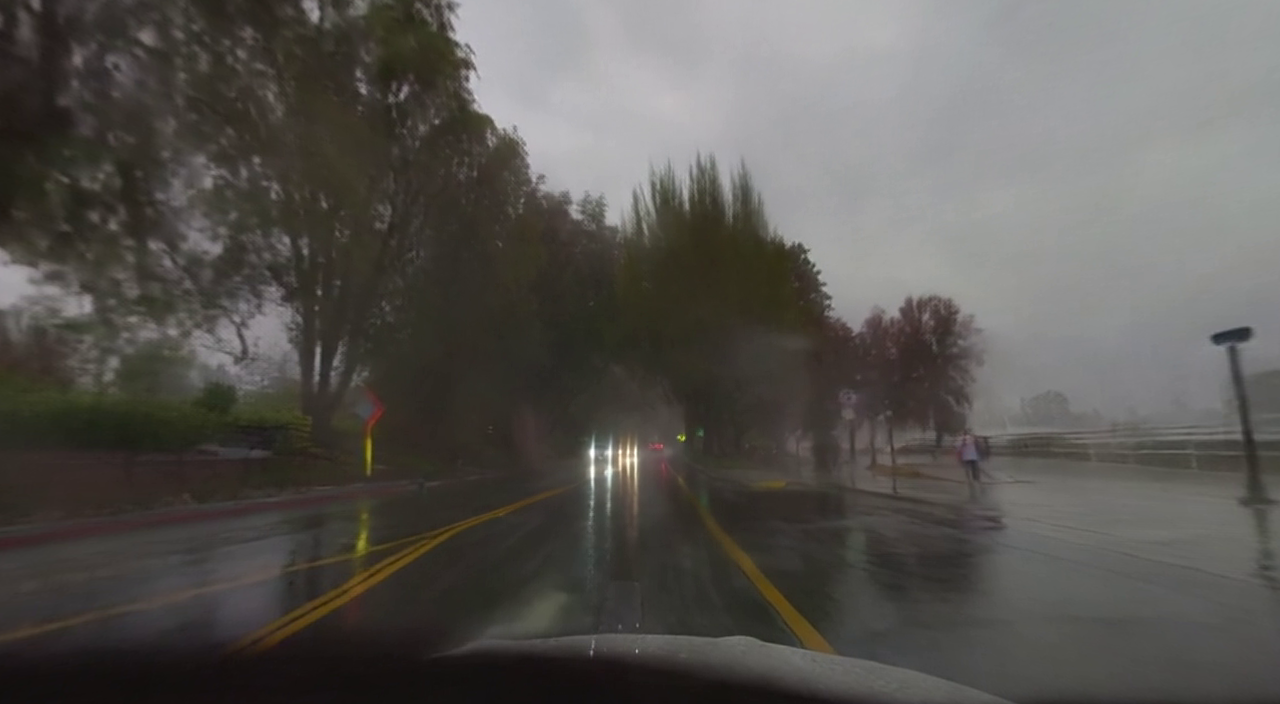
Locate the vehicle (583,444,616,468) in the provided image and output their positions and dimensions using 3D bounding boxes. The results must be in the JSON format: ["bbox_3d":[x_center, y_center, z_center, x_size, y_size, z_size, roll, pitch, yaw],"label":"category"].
[{"bbox_3d":[-2.909,7.562,46.239,1.898,1.606,3.927,-1,-8,3],"label":"vehicle"}]
